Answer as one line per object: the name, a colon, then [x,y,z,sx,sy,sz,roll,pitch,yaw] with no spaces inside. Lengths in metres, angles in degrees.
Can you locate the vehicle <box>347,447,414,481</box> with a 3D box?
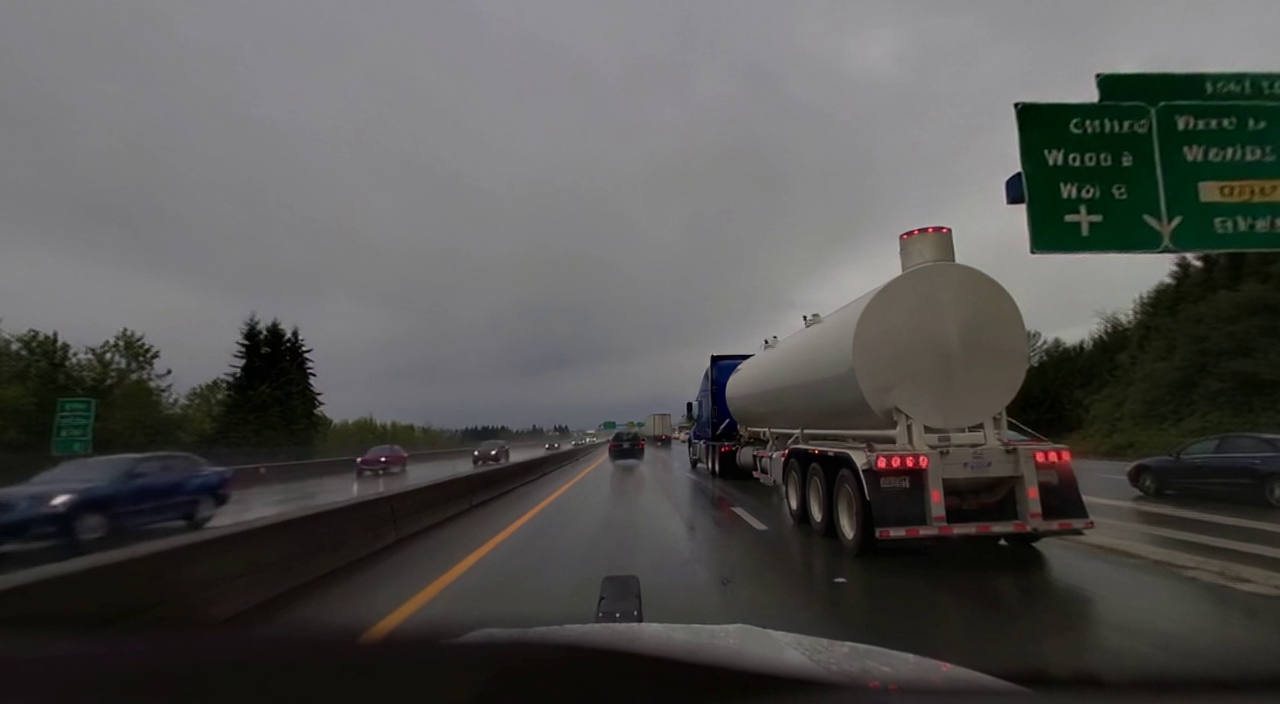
vehicle: [-13.127,5.650,32.180,1.905,1.541,4.030,0,-8,-4]

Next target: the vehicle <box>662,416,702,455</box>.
vehicle: [3.146,6.378,48.289,2.475,2.782,4.986,0,-8,-3]

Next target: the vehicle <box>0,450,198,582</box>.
vehicle: [-8.555,2.121,8.476,1.894,1.483,4.624,0,-8,-1]

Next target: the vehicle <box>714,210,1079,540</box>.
vehicle: [3.508,0.827,12.045,2.826,3.905,9.262,0,-8,-1]

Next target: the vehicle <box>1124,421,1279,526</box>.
vehicle: [9.838,1.805,9.584,1.739,1.471,3.889,0,-8,-2]

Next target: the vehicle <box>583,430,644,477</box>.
vehicle: [-0.872,3.563,22.401,2.000,1.510,3.518,0,-8,0]

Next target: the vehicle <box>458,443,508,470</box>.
vehicle: [-9.319,6.199,37.793,1.951,1.460,4.219,0,-8,-1]
